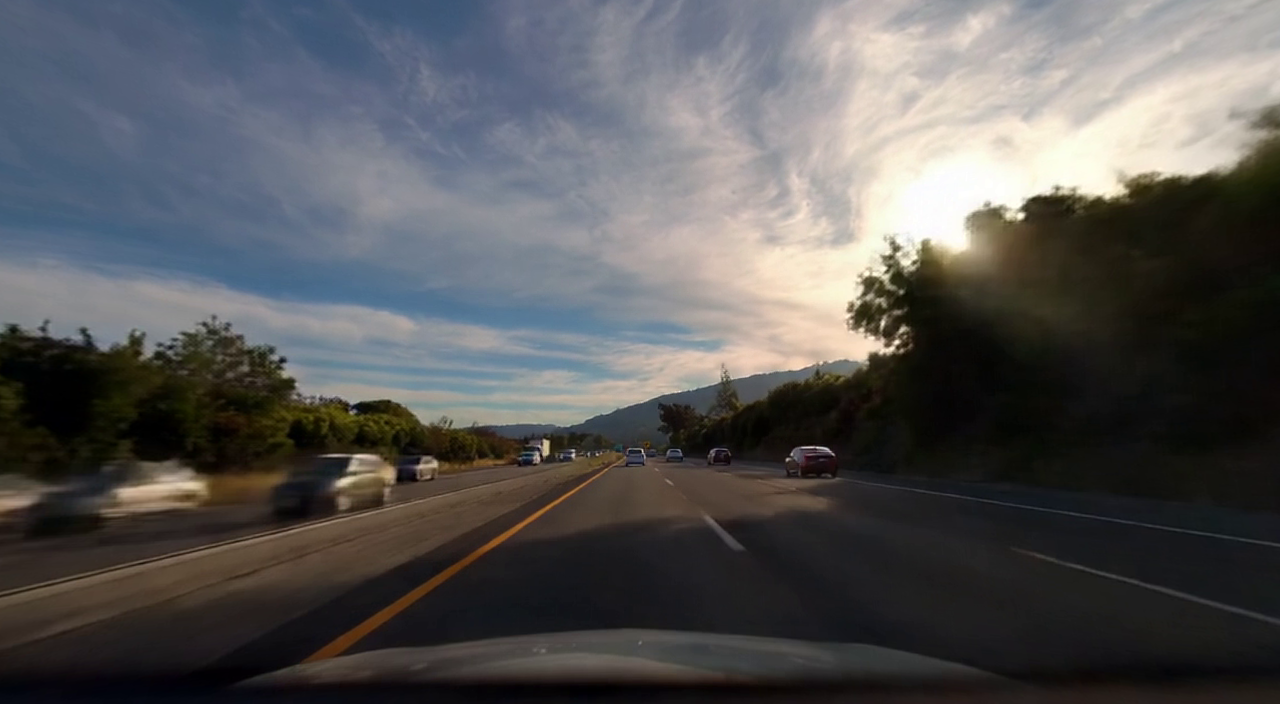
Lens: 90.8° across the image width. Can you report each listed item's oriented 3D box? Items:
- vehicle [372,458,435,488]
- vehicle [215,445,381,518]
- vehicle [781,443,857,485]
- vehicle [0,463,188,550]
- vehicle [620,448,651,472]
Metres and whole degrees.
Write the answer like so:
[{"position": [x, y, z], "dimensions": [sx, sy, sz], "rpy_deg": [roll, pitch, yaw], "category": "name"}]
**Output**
[{"position": [-12.916, 6.622, 34.768], "dimensions": [1.810, 1.498, 4.320], "rpy_deg": [0, -9, 0], "category": "vehicle"}, {"position": [-8.846, 3.340, 16.839], "dimensions": [1.997, 1.658, 4.291], "rpy_deg": [0, -9, 0], "category": "vehicle"}, {"position": [7.186, 4.516, 25.746], "dimensions": [1.903, 1.566, 3.866], "rpy_deg": [0, -9, -1], "category": "vehicle"}, {"position": [-12.507, 3.303, 14.079], "dimensions": [1.824, 1.548, 4.025], "rpy_deg": [0, -9, 0], "category": "vehicle"}, {"position": [-0.308, 7.340, 43.118], "dimensions": [2.021, 1.507, 4.272], "rpy_deg": [0, -9, 0], "category": "vehicle"}]
